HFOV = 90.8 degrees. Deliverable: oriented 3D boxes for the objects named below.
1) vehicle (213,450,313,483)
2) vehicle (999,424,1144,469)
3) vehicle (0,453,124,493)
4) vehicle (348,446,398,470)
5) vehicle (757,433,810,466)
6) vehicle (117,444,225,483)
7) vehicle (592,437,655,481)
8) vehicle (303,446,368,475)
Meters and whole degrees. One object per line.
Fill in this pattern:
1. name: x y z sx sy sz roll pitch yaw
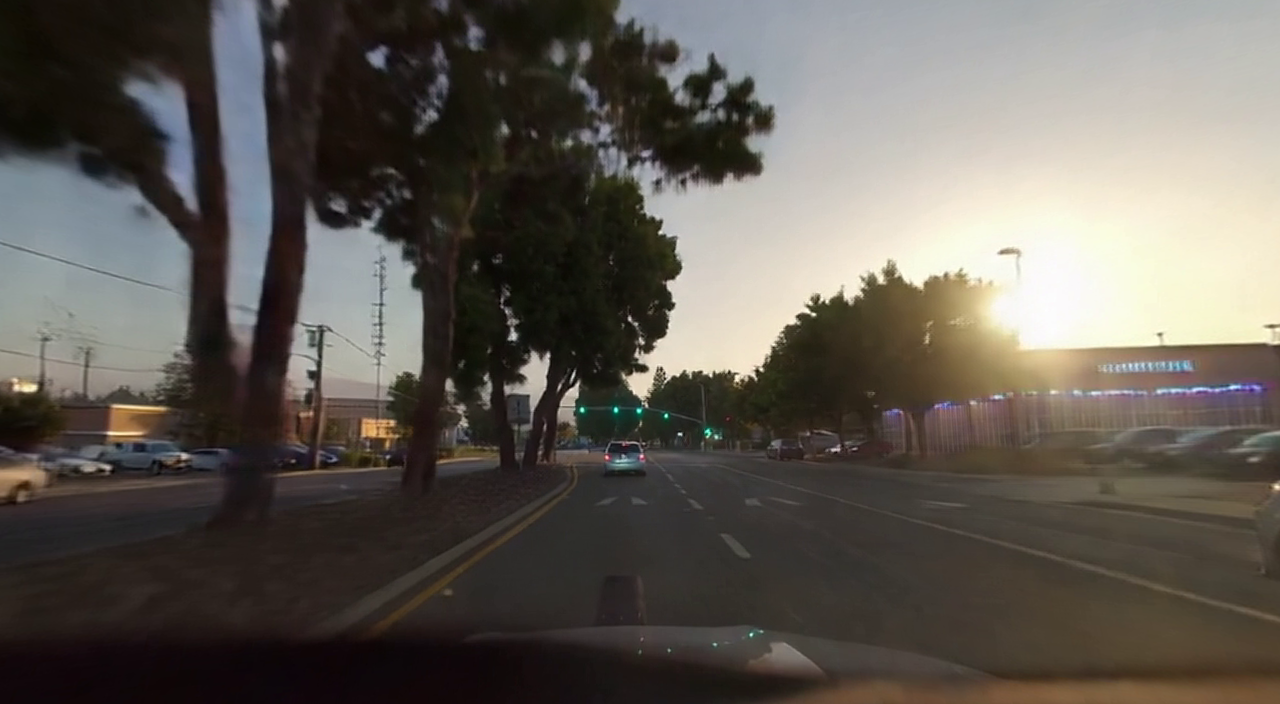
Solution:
1. vehicle: -19.384 5.876 32.852 2.083 1.481 5.103 0 -8 0
2. vehicle: 18.753 4.167 27.947 2.253 1.771 5.722 0 -8 -2
3. vehicle: -24.721 5.043 26.651 1.893 1.451 4.809 0 -8 -1
4. vehicle: -19.479 7.729 46.309 1.905 1.698 4.408 0 -8 -3
5. vehicle: 10.127 6.941 45.123 2.266 2.118 5.742 0 -8 -1
6. vehicle: -24.272 5.750 32.994 1.985 1.821 4.774 0 -8 -1
7. vehicle: -0.652 4.011 23.941 2.185 1.473 3.925 0 -8 -3
8. vehicle: -19.256 6.847 40.161 1.896 1.620 4.542 -2 -8 0
